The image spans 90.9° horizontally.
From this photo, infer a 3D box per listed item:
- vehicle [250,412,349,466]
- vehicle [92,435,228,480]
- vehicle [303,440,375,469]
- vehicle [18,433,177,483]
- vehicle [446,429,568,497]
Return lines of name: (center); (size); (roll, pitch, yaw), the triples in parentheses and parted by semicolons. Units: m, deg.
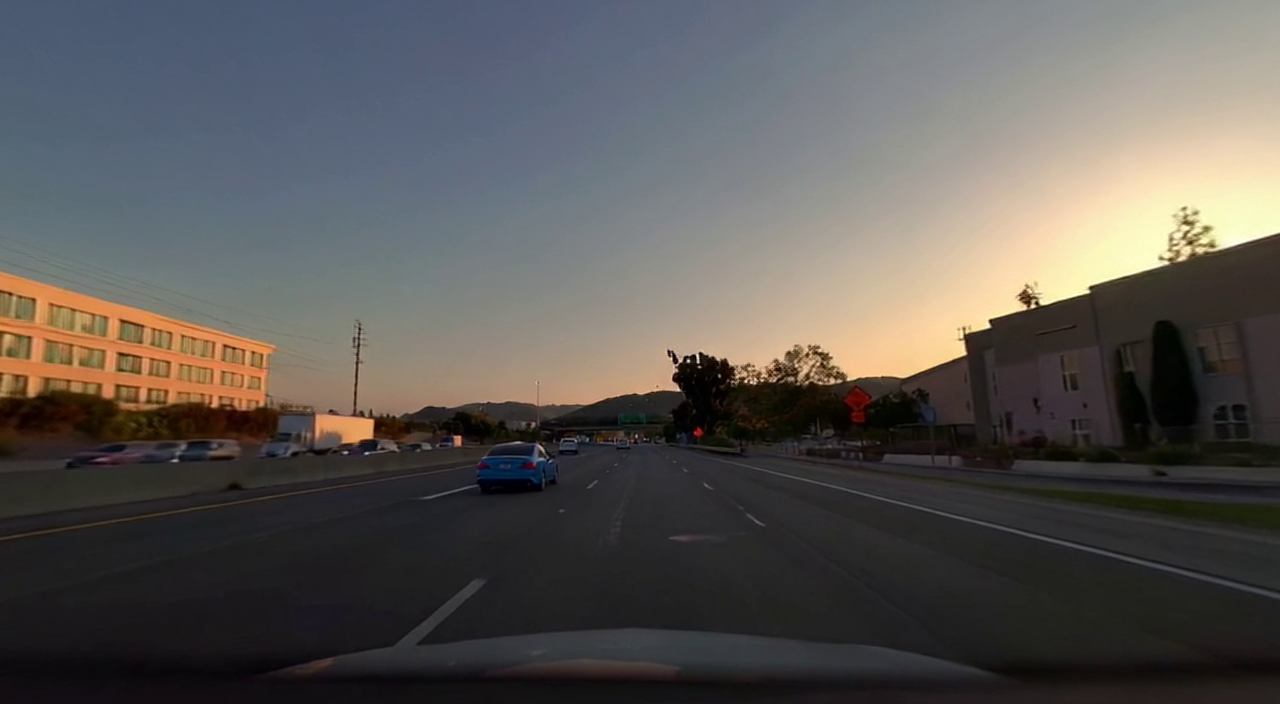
vehicle: (-24.324, 6.333, 45.610); (2.786, 3.517, 7.464); (0, -8, 1)
vehicle: (-20.382, 4.483, 27.129); (2.045, 1.748, 4.757); (0, -8, 1)
vehicle: (-16.751, 5.708, 35.341); (1.857, 1.481, 4.317); (0, -8, 1)
vehicle: (-24.074, 4.725, 28.391); (2.198, 2.010, 5.484); (0, -8, 1)
vehicle: (-3.373, 2.942, 17.154); (2.144, 1.565, 4.951); (0, -8, 1)
